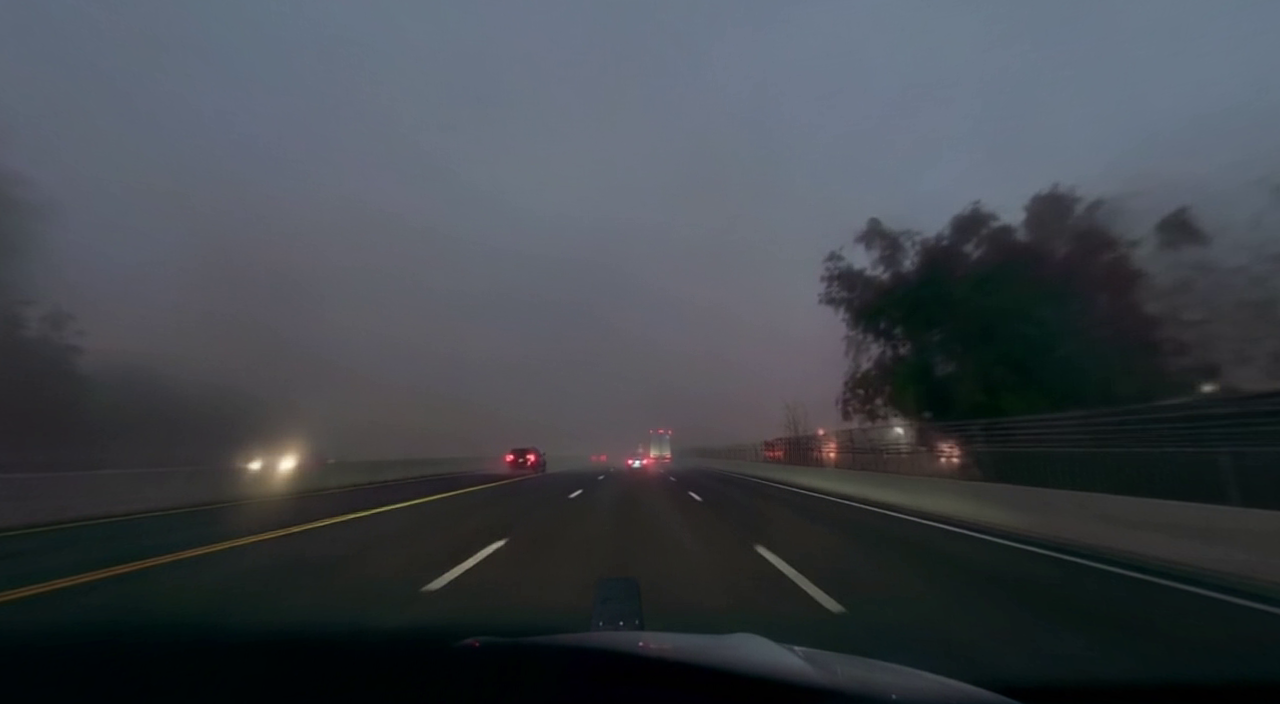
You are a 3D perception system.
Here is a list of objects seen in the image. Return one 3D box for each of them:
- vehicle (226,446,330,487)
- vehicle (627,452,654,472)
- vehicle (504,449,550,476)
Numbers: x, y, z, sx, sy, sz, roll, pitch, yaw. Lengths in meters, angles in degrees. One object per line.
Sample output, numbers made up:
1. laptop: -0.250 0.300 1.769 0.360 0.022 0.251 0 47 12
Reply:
1. vehicle: -16.840 5.313 29.675 2.096 1.745 4.728 0 -9 0
2. vehicle: -0.005 8.631 49.495 2.033 1.465 3.775 0 -9 -1
3. vehicle: -7.398 7.272 41.707 2.123 1.671 4.579 0 -9 0
